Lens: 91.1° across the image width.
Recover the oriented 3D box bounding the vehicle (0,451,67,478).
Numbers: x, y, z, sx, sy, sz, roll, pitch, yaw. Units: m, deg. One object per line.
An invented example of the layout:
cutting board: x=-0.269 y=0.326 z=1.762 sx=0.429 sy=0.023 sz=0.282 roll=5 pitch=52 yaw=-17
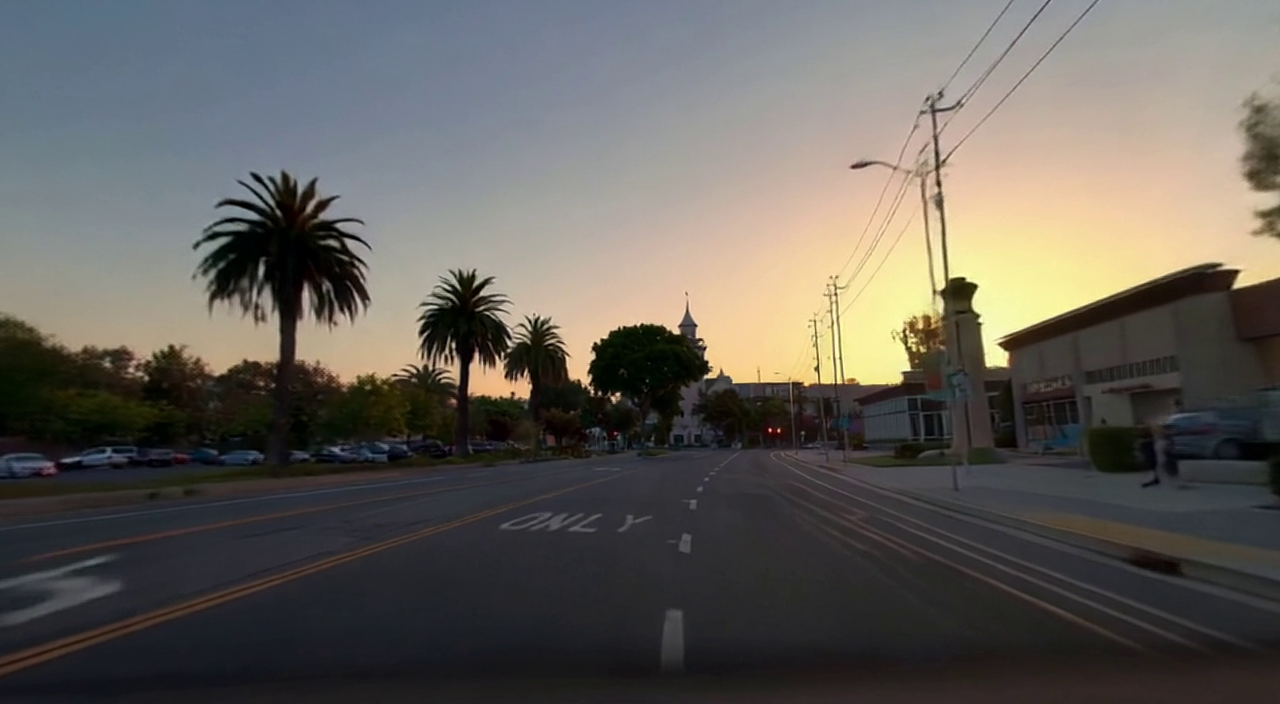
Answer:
vehicle: x=-36.088 y=6.448 z=36.087 sx=4.525 sy=1.492 sz=1.950 roll=-1 pitch=-9 yaw=5

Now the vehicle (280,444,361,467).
vehicle: x=-21.492 y=6.957 z=42.321 sx=4.440 sy=1.541 sz=1.851 roll=-1 pitch=-9 yaw=3
